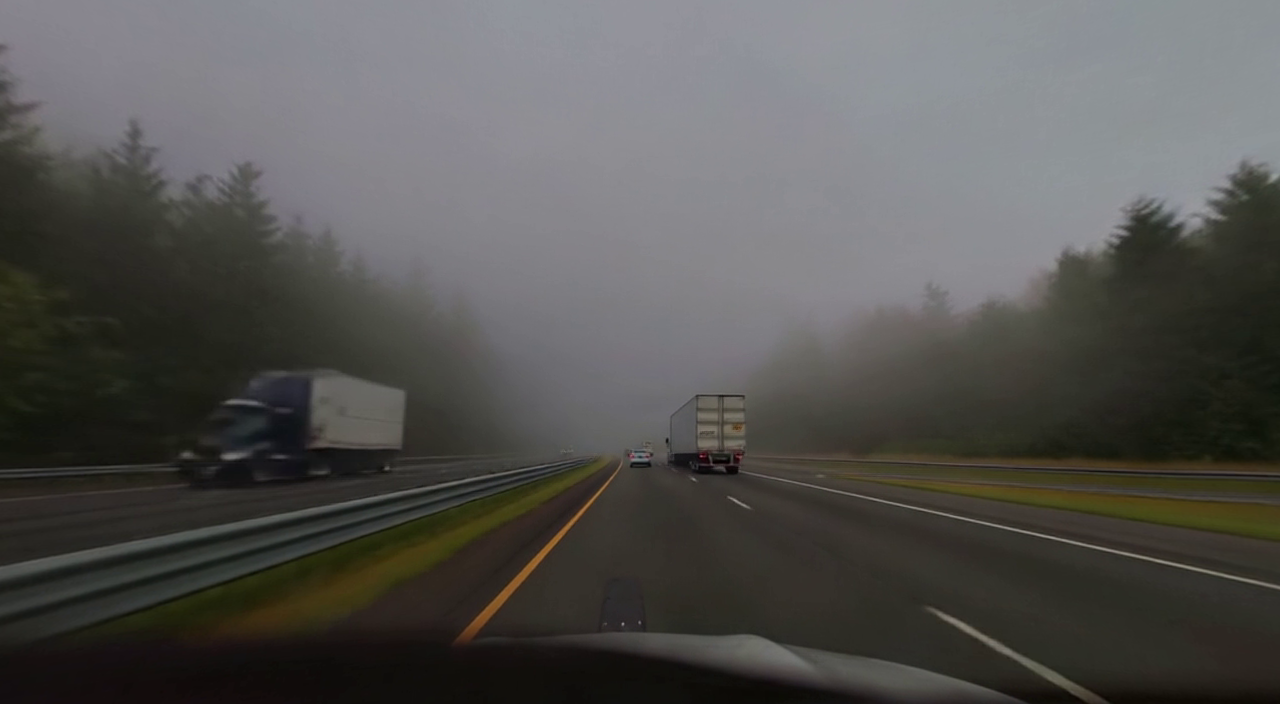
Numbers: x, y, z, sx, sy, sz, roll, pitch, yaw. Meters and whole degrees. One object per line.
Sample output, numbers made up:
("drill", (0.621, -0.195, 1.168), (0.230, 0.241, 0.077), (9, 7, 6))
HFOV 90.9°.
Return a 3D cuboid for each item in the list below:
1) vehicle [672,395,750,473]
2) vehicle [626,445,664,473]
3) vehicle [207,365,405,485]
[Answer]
("vehicle", (4.093, 5.432, 40.354), (2.883, 4.057, 14.579), (0, -9, -2))
("vehicle", (0.219, 6.268, 37.082), (2.051, 1.513, 4.511), (0, -9, -1))
("vehicle", (-12.866, 3.138, 25.695), (2.968, 4.011, 9.235), (0, -9, -1))
